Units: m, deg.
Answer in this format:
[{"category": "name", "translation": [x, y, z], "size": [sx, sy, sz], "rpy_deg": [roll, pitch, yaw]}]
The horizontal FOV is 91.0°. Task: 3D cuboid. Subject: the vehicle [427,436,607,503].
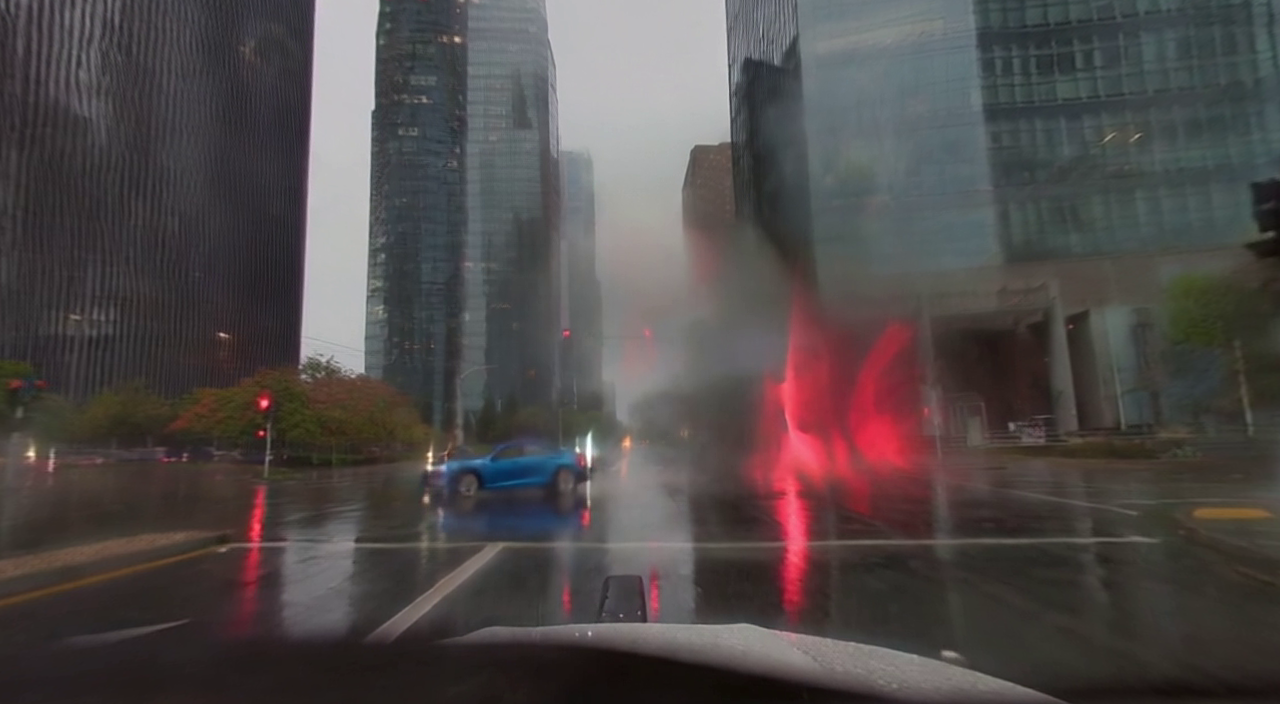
[{"category": "vehicle", "translation": [-3.248, 3.083, 16.881], "size": [4.218, 1.572, 2.065], "rpy_deg": [5, -10, -31]}]
